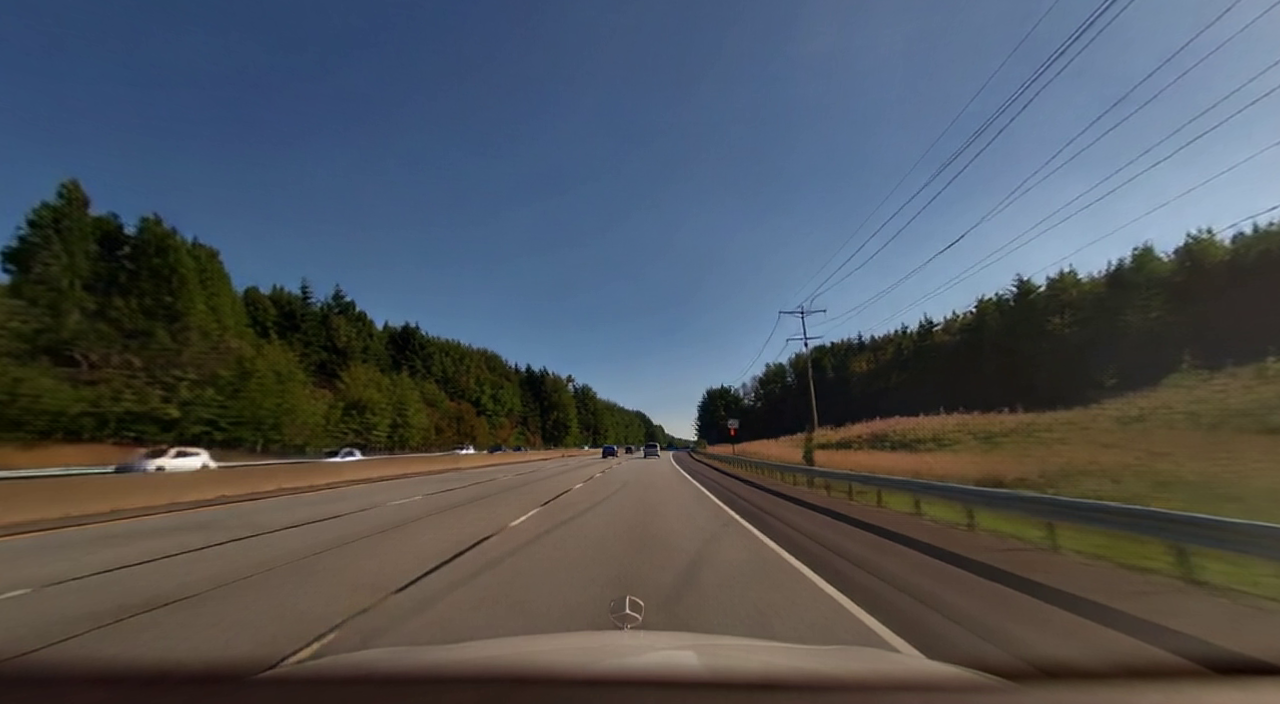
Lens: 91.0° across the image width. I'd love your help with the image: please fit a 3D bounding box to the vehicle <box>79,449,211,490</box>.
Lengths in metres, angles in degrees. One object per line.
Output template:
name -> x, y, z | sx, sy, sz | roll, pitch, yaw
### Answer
vehicle -> -19.782, 4.689, 25.450 | 1.847, 1.442, 4.222 | 0, -8, 1
